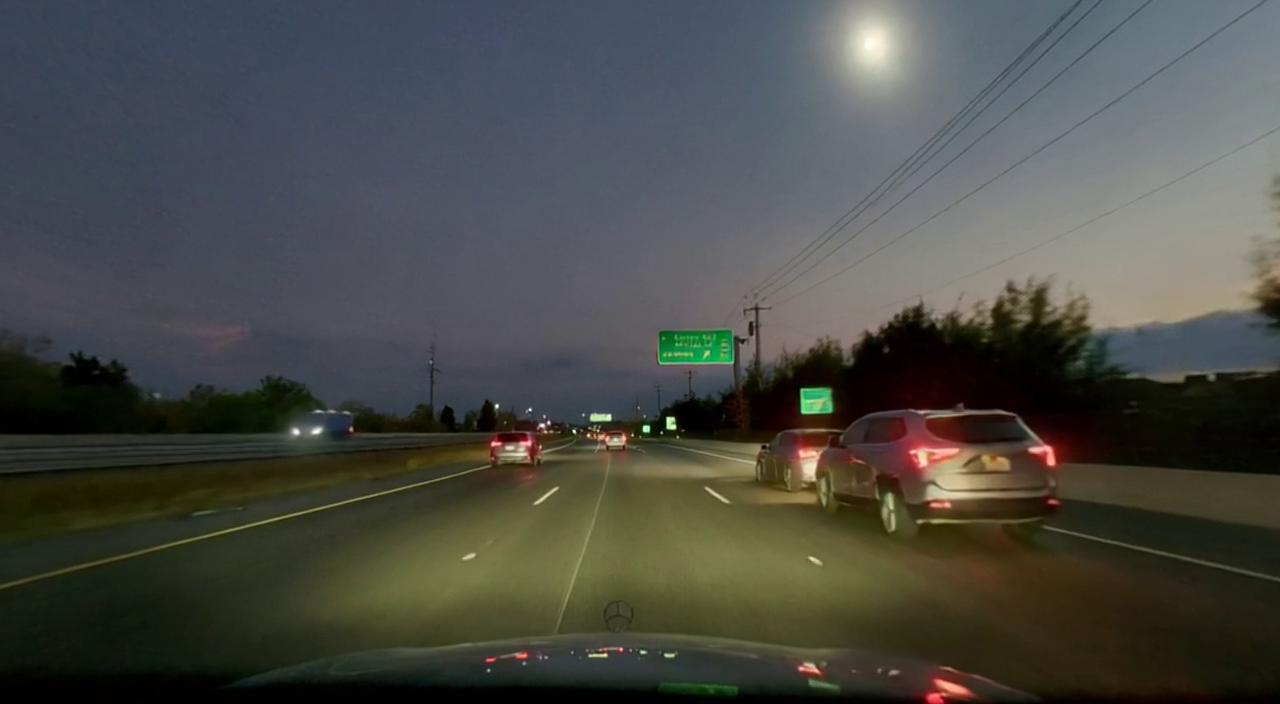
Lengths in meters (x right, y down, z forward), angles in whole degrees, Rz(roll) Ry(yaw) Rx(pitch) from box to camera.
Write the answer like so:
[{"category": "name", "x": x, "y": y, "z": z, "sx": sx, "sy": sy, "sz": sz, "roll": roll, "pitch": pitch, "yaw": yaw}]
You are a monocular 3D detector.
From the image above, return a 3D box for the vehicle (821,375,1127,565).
[{"category": "vehicle", "x": 3.887, "y": 1.401, "z": 8.103, "sx": 1.976, "sy": 1.905, "sz": 3.263, "roll": 0, "pitch": -7, "yaw": -3}]

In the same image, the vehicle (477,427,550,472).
[{"category": "vehicle", "x": -4.818, "y": 3.754, "z": 24.578, "sx": 2.100, "sy": 1.590, "sz": 4.077, "roll": 0, "pitch": -7, "yaw": -1}]

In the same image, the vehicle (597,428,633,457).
[{"category": "vehicle", "x": -1.591, "y": 5.723, "z": 40.023, "sx": 2.159, "sy": 1.690, "sz": 3.720, "roll": 0, "pitch": -7, "yaw": -3}]
